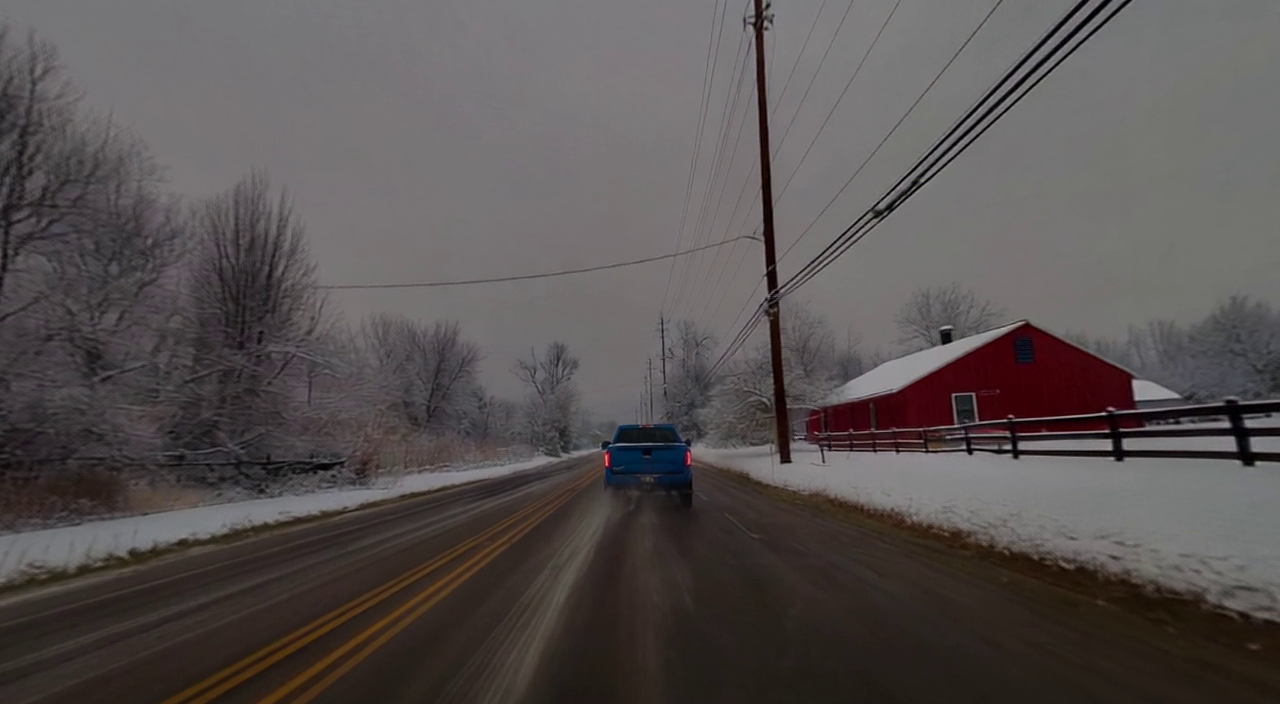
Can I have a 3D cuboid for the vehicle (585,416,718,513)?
[{"bbox_3d":[0.175,2.750,16.019,2.693,1.941,6.356,0,-9,-1],"label":"vehicle"}]
